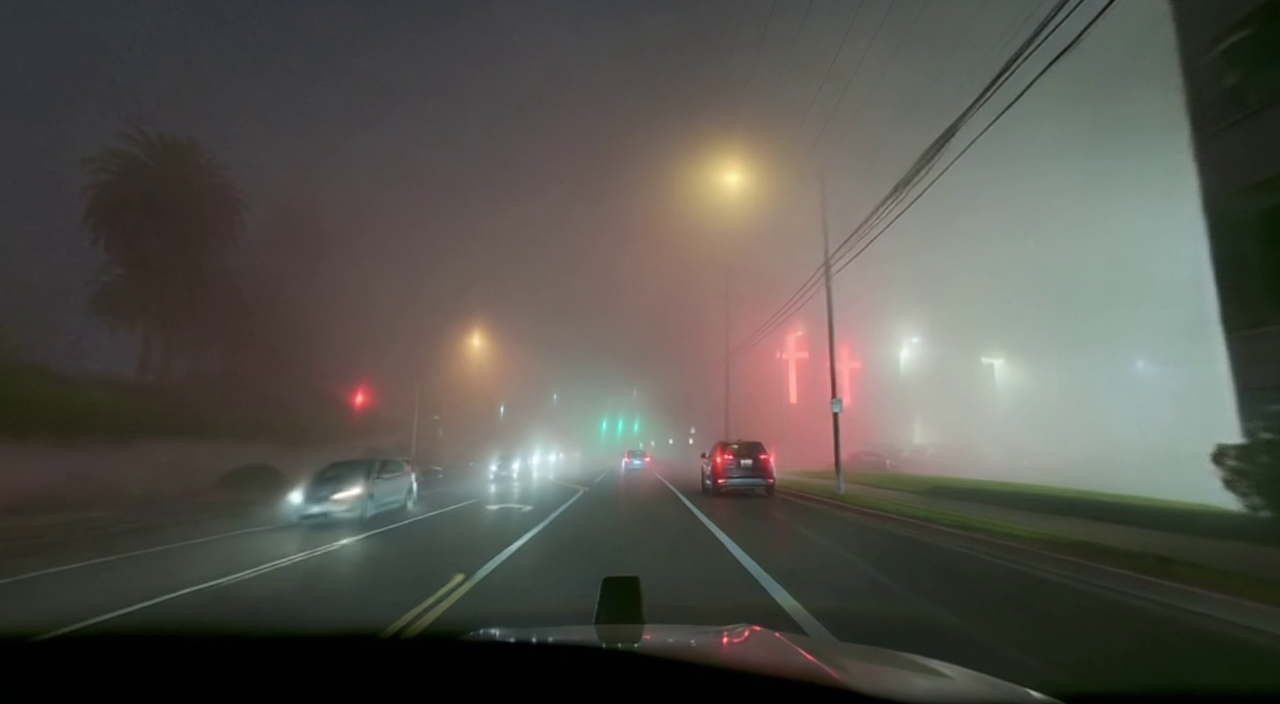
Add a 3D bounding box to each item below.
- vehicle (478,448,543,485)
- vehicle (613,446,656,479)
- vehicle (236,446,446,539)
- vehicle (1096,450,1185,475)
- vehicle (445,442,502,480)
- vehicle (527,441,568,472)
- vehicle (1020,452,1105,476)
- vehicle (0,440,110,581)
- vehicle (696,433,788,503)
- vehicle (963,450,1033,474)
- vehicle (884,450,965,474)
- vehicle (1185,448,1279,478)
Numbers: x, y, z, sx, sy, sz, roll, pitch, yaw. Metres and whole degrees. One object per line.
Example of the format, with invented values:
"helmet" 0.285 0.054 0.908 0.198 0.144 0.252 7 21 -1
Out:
"vehicle" -5.935 5.279 29.528 2.074 1.541 4.395 -1 -8 0
"vehicle" -0.305 5.954 34.406 2.196 1.655 3.939 -1 -8 0
"vehicle" -5.859 2.764 13.203 2.135 1.542 4.575 -1 -8 0
"vehicle" 35.686 7.872 45.108 4.642 1.646 2.017 0 -9 -1
"vehicle" -9.143 5.988 34.969 2.037 1.939 3.958 -1 -8 0
"vehicle" -6.169 7.008 42.591 2.106 1.890 4.783 0 -8 -1
"vehicle" 29.881 7.946 44.814 4.463 1.600 2.122 -1 -8 0
"vehicle" -9.104 1.959 7.583 1.933 1.763 4.023 -1 -8 0
"vehicle" 2.957 3.462 19.326 1.995 1.858 4.333 0 -8 -1
"vehicle" 25.332 7.812 44.815 3.611 1.590 2.171 0 -9 -1
"vehicle" 20.237 7.808 45.039 4.673 1.592 2.193 -1 -8 1
"vehicle" 43.010 7.908 45.220 5.613 2.019 2.704 0 -8 -6
